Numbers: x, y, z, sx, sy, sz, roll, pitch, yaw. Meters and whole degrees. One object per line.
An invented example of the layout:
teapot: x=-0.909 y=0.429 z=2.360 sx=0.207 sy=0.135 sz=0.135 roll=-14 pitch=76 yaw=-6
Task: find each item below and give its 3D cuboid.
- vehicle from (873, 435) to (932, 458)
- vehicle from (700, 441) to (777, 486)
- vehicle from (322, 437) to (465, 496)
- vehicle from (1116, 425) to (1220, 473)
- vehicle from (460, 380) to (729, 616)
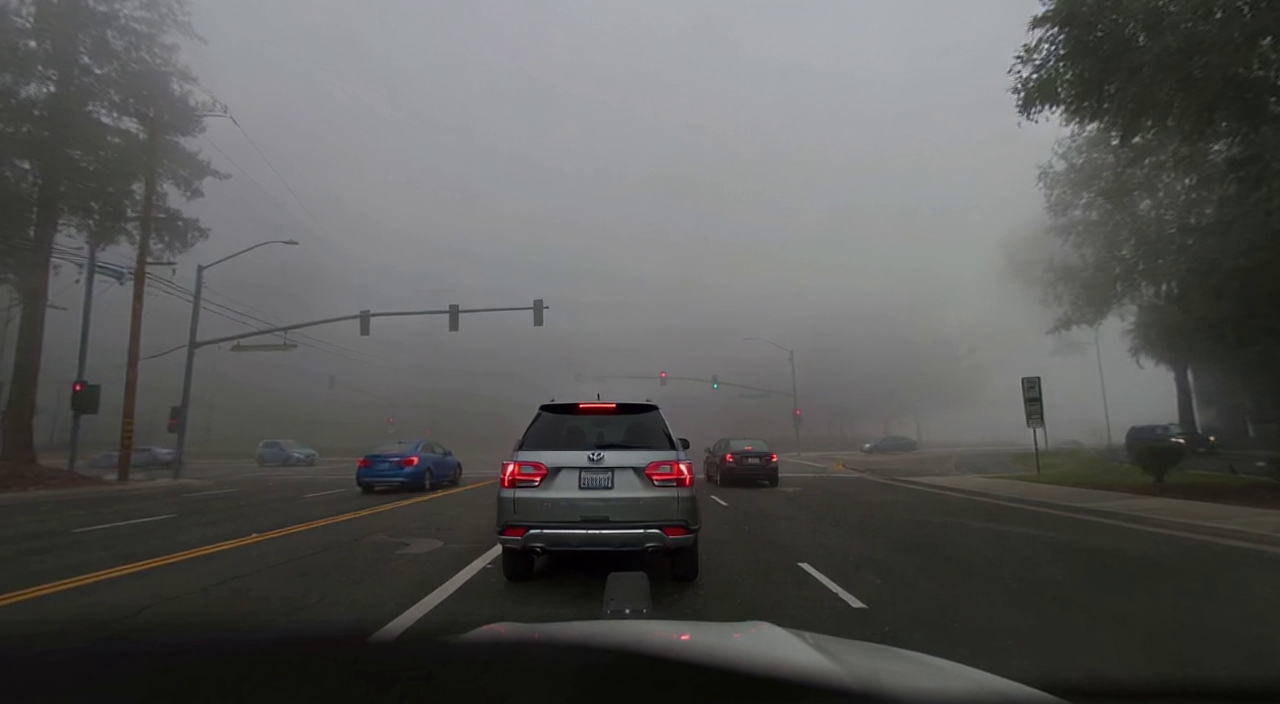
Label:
vehicle: x=19.996 y=7.205 z=47.907 sx=4.361 sy=1.653 sz=2.034 roll=6 pitch=-10 yaw=-35
vehicle: x=3.372 y=3.897 z=22.386 sx=2.104 sy=1.441 sz=4.240 roll=0 pitch=-8 yaw=1
vehicle: x=-6.889 y=3.248 z=18.344 sx=2.060 sy=1.473 sz=4.950 roll=0 pitch=-8 yaw=2
vehicle: x=19.243 y=3.520 z=22.923 sx=4.215 sy=1.578 sz=1.892 roll=7 pitch=-11 yaw=-37
vehicle: x=-0.343 y=1.442 z=7.100 sx=2.064 sy=1.817 sz=4.298 roll=0 pitch=-8 yaw=0
